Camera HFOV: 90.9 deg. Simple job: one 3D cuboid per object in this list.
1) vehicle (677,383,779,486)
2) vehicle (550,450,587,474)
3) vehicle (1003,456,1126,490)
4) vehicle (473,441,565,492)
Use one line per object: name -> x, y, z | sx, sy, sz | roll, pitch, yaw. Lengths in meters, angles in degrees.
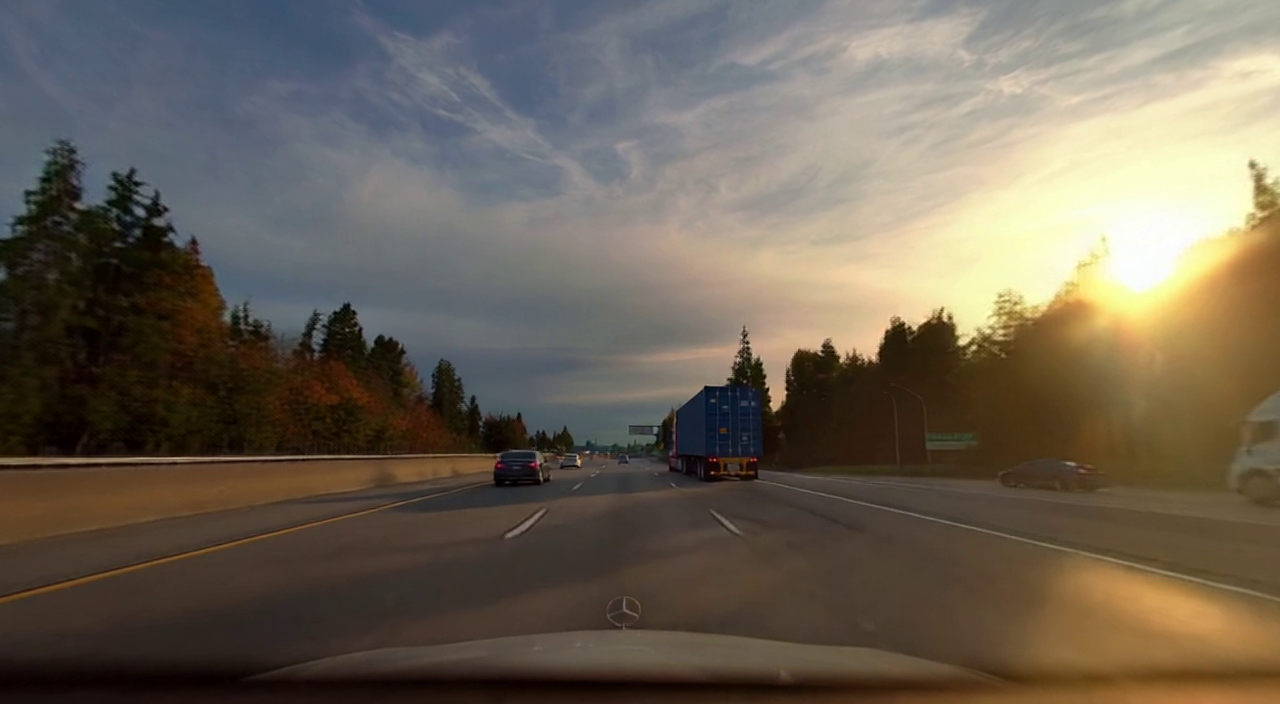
vehicle -> 3.819, 4.233, 31.282 | 2.821, 4.046, 12.876 | 0, -9, -2
vehicle -> -4.718, 7.273, 41.816 | 2.063, 1.532, 3.763 | 0, -9, -1
vehicle -> 19.974, 5.684, 29.970 | 1.989, 1.430, 4.811 | 1, -9, -10
vehicle -> -4.261, 4.154, 23.184 | 2.370, 1.647, 5.091 | 0, -9, 0
